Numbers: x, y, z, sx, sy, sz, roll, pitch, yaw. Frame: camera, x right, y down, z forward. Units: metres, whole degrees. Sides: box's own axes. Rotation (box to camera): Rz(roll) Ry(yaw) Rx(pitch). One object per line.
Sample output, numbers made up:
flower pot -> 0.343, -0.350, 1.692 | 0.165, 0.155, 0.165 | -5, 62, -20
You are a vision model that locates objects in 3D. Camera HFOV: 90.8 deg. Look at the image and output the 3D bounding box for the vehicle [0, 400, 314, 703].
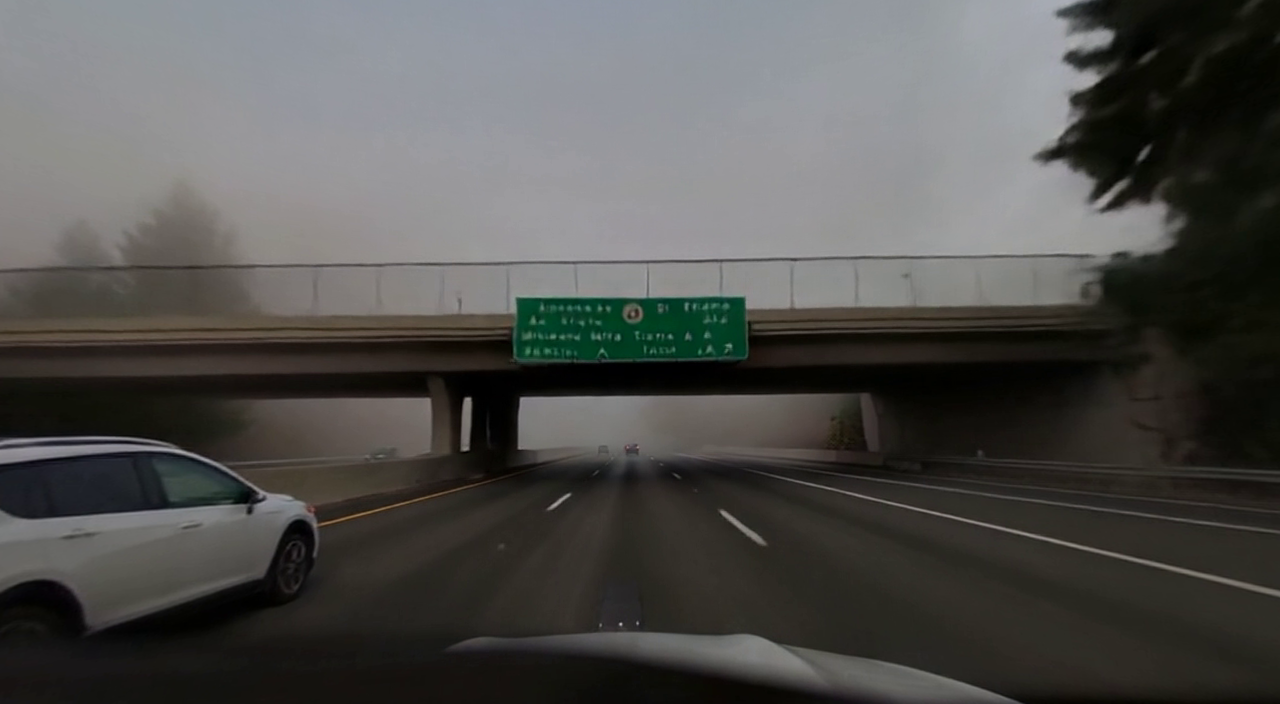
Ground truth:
vehicle -> -3.927, 1.085, 3.412 | 2.050, 1.547, 4.266 | 0, -8, 0
